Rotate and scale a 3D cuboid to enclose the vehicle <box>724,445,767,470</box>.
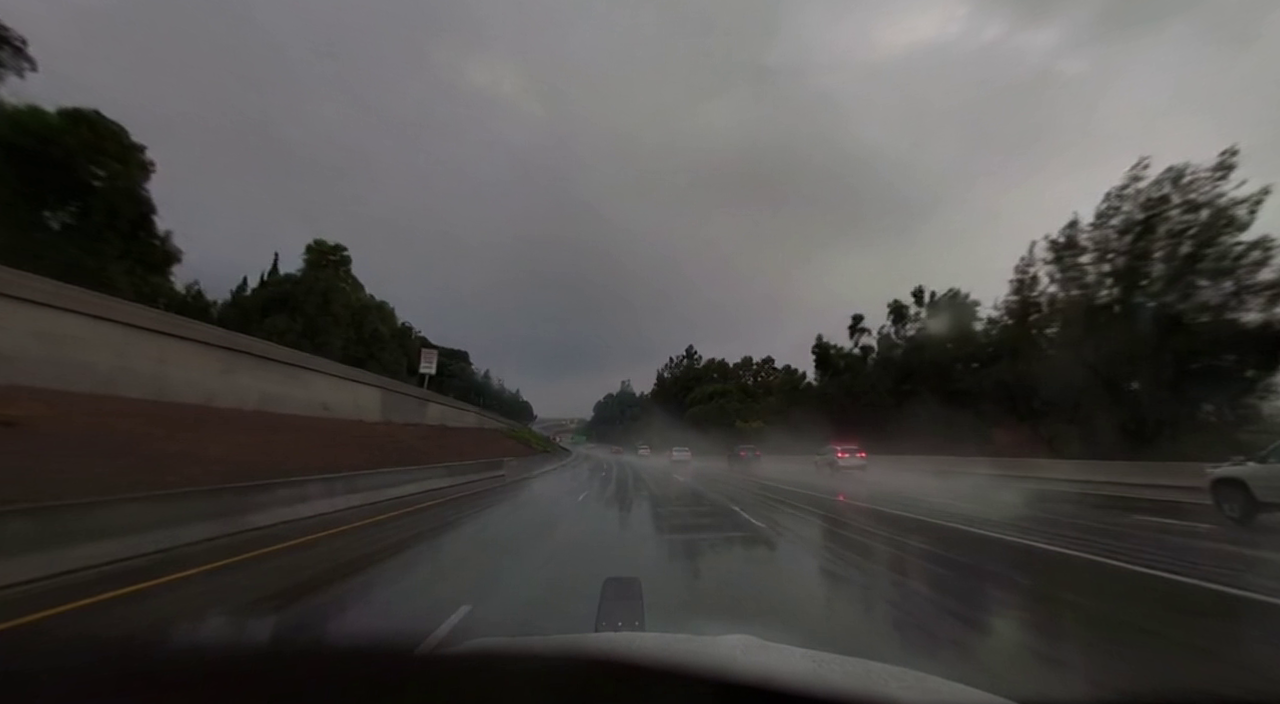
[{"bbox_3d":[6.904,6.939,41.602,1.904,1.488,4.299,0,-8,-3],"label":"vehicle"}]

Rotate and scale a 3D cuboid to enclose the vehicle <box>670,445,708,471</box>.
[{"bbox_3d":[3.044,6.658,39.812,1.934,1.491,3.982,0,-8,-3],"label":"vehicle"}]

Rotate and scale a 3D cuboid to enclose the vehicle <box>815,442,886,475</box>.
[{"bbox_3d":[10.558,5.377,31.968,1.987,1.546,4.271,0,-8,-2],"label":"vehicle"}]
